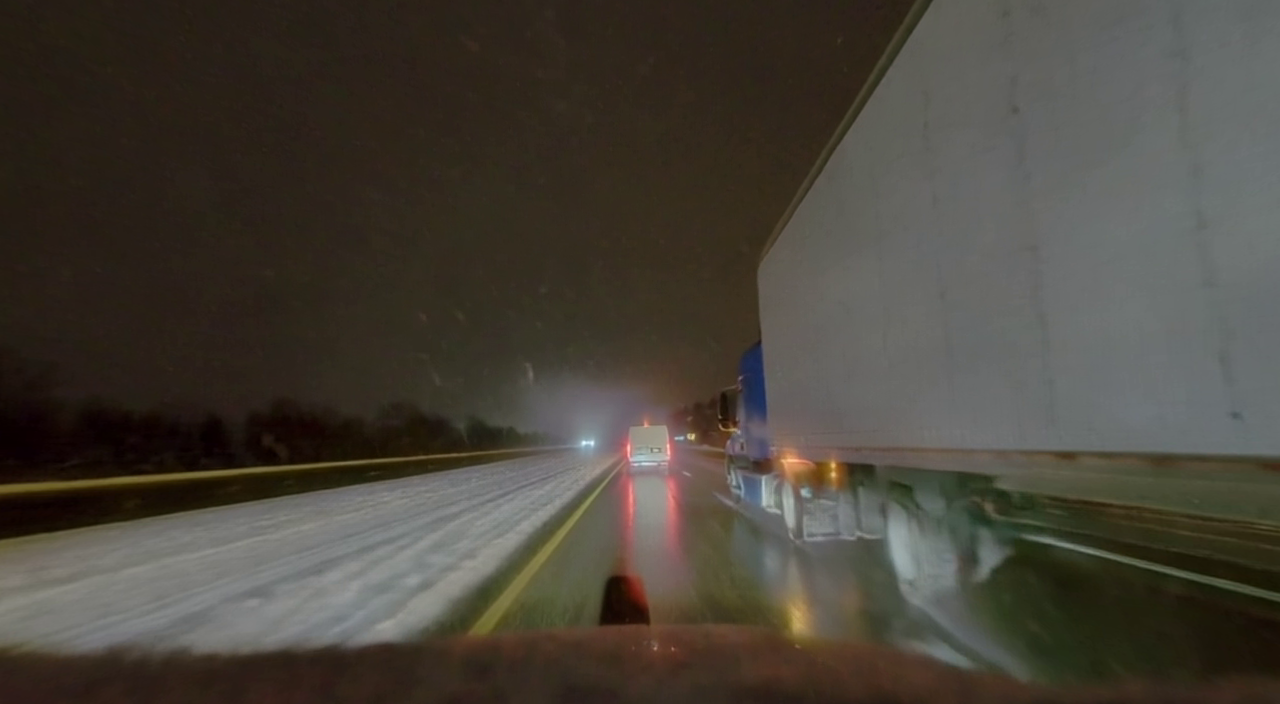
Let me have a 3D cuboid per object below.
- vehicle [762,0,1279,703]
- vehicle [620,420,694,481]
[{"bbox_3d":[3.817,-0.574,1.184,3.892,4.216,16.830,0,-8,0],"label":"vehicle"},{"bbox_3d":[0.630,3.616,23.318,2.469,2.027,4.554,0,-8,1],"label":"vehicle"}]
